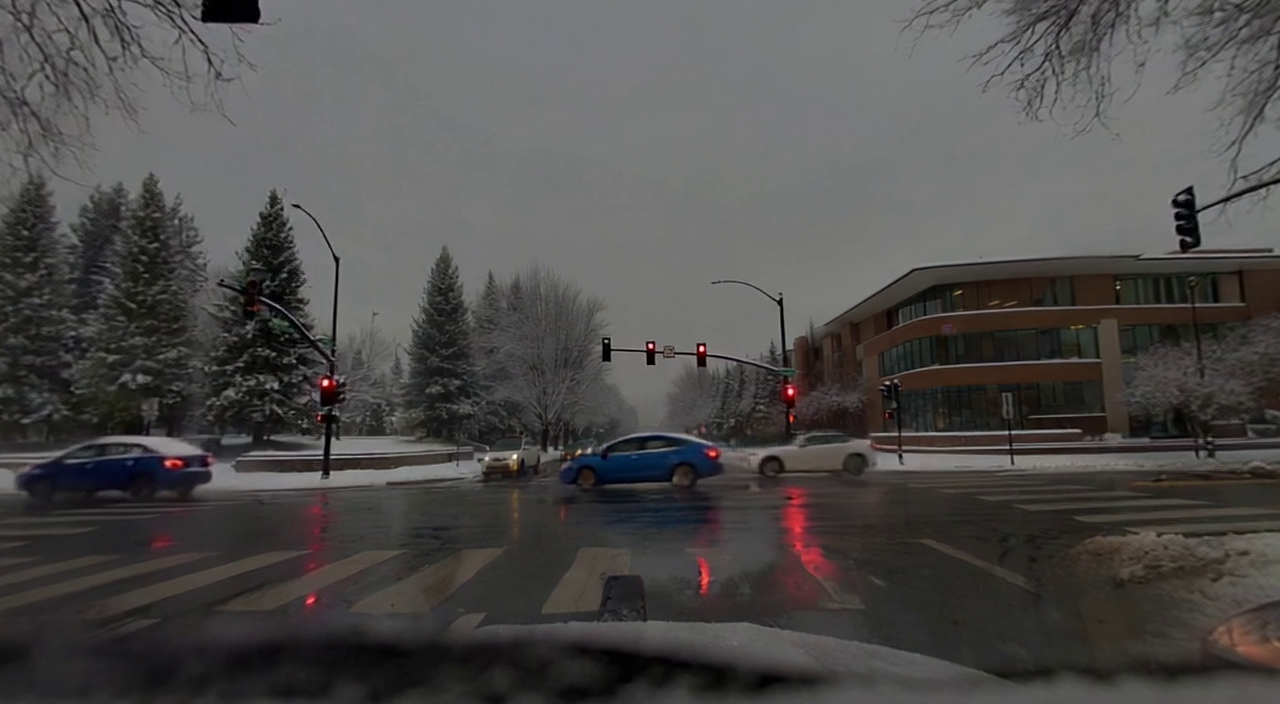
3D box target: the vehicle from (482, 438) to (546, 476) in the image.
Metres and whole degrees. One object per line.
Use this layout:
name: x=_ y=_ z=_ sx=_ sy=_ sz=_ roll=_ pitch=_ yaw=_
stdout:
vehicle: x=-5.960 y=5.027 z=30.268 sx=2.115 sy=1.690 sz=4.322 roll=0 pitch=-8 yaw=1

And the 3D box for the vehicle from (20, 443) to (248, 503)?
vehicle: x=-13.399 y=3.194 z=16.844 sx=4.464 sy=1.472 sz=1.867 roll=0 pitch=-8 yaw=0

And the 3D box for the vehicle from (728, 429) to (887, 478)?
vehicle: x=5.349 y=3.305 z=20.538 sx=4.623 sy=1.477 sz=1.884 roll=0 pitch=-8 yaw=0

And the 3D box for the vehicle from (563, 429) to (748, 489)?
vehicle: x=0.393 y=2.871 z=17.014 sx=4.723 sy=1.484 sz=1.883 roll=0 pitch=-8 yaw=0

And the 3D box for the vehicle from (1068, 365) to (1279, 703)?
vehicle: x=2.886 y=0.679 z=0.833 sx=1.947 sy=1.576 sz=3.825 roll=0 pitch=-8 yaw=1
